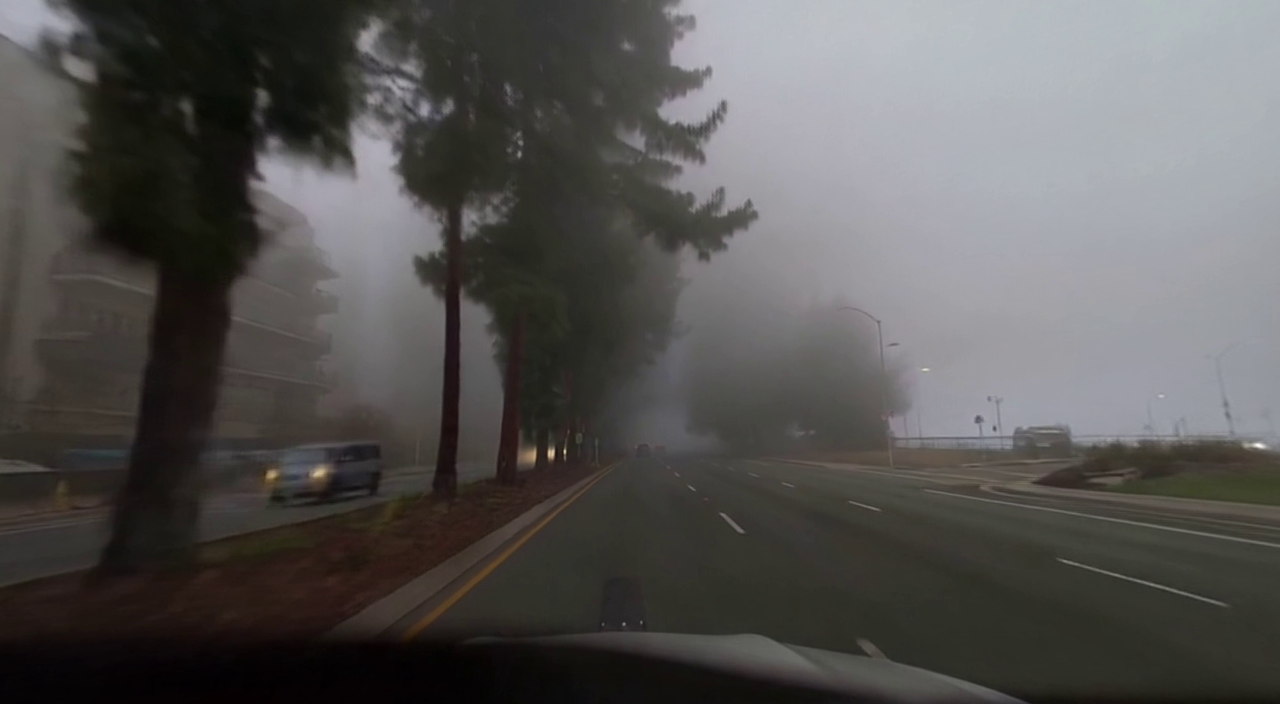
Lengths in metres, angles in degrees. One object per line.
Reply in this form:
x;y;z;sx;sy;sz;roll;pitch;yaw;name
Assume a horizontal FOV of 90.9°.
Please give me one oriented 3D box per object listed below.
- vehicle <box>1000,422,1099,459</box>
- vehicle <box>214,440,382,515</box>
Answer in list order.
27.899;6.097;43.296;2.186;2.298;5.989;1;-8;-7;vehicle
-8.526;3.114;16.278;1.948;1.647;4.275;0;-8;0;vehicle
